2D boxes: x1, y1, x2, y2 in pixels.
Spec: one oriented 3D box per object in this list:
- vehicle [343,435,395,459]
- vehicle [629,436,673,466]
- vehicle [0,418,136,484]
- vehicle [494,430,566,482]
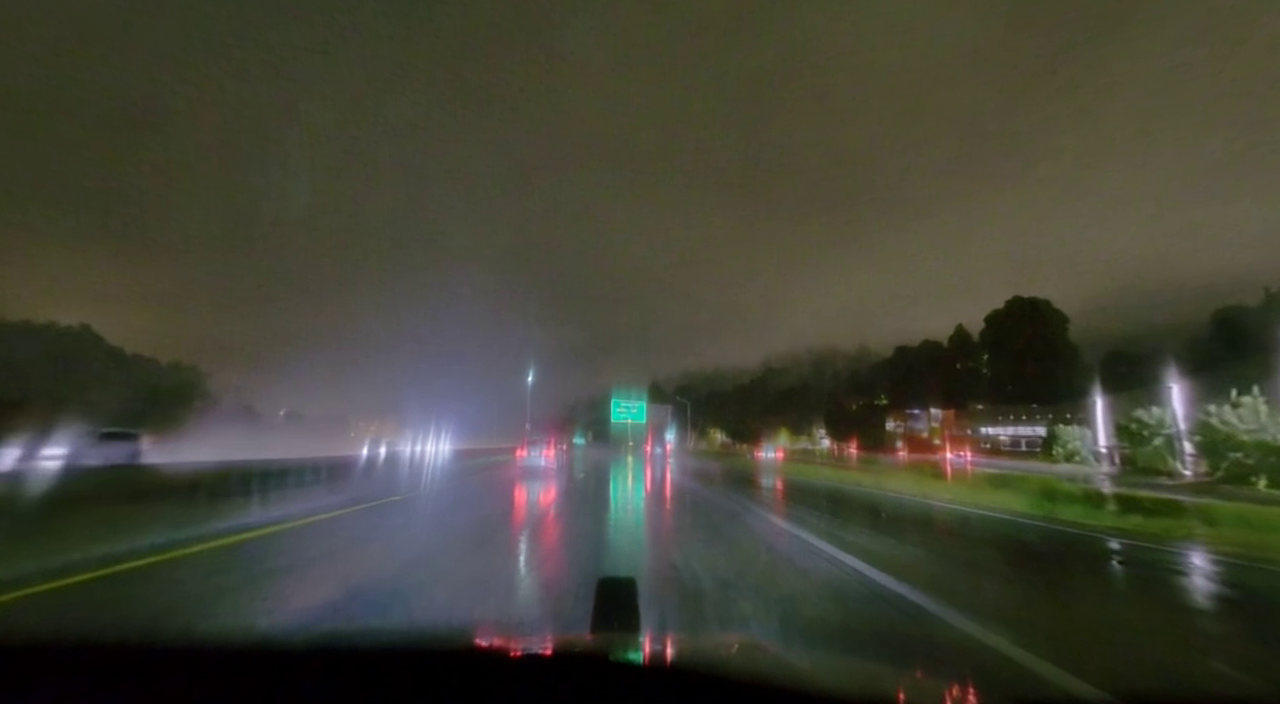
[{"bbox_3d":[-17.989,6.313,41.961,1.853,1.517,3.978,0,-8,-3],"label":"vehicle"},{"bbox_3d":[0.576,5.808,37.019,2.078,1.608,3.982,0,-8,-6],"label":"vehicle"},{"bbox_3d":[-16.863,2.757,17.681,1.982,1.612,4.185,0,-8,-2],"label":"vehicle"},{"bbox_3d":[-4.007,3.873,23.714,2.080,1.733,4.410,0,-8,-2],"label":"vehicle"}]
